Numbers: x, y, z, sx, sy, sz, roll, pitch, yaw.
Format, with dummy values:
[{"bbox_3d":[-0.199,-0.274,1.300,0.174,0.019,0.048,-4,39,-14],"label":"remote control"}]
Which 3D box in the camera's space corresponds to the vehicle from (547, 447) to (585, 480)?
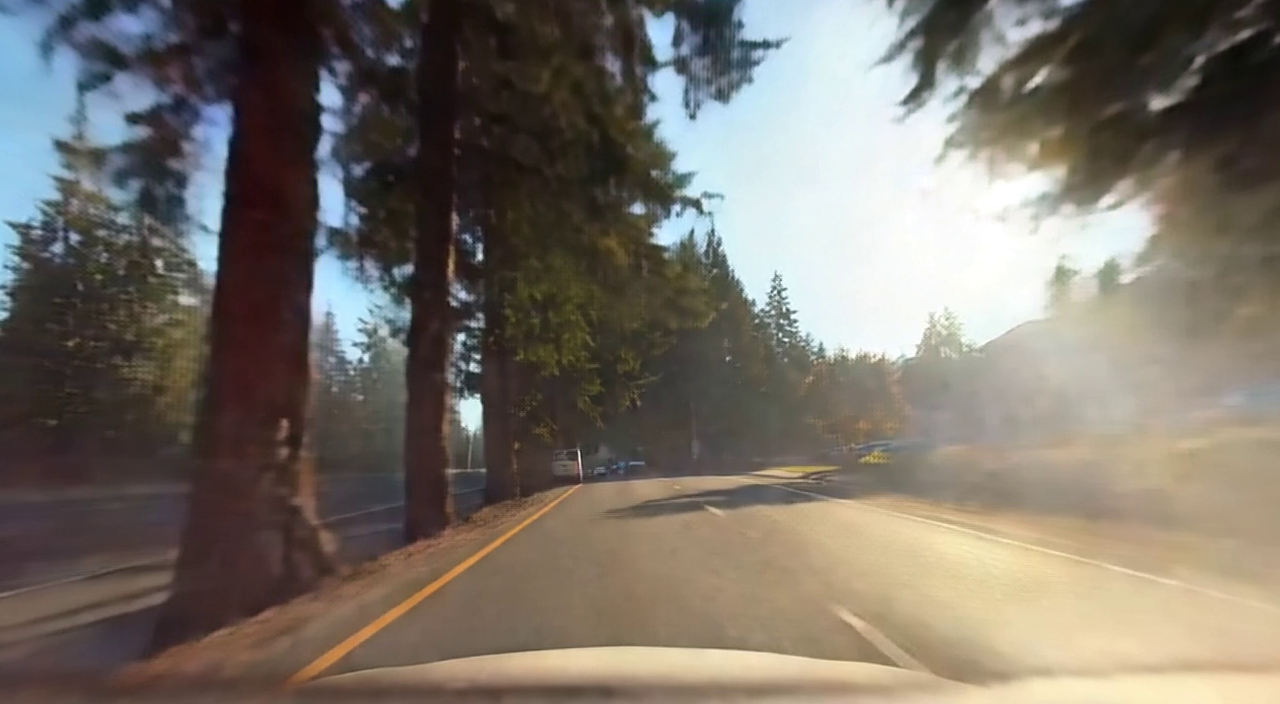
[{"bbox_3d":[-5.417,8.211,46.892,2.323,2.252,4.808,0,-9,-2],"label":"vehicle"}]
